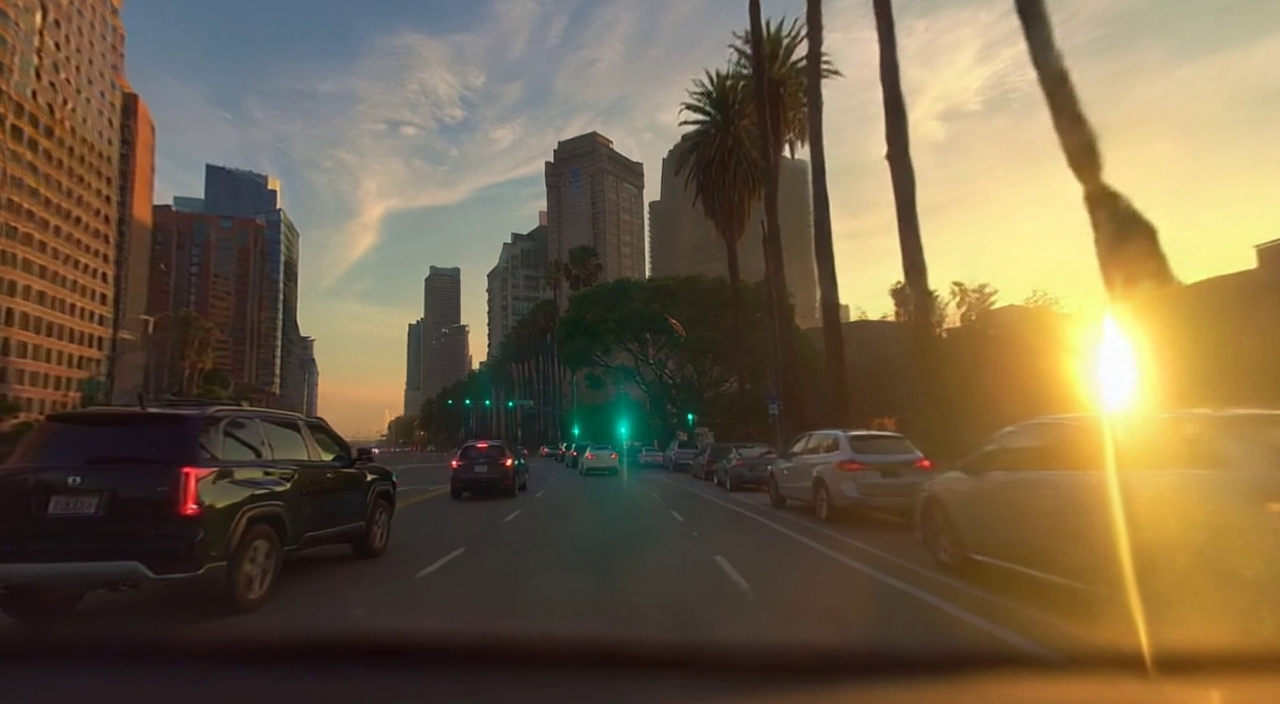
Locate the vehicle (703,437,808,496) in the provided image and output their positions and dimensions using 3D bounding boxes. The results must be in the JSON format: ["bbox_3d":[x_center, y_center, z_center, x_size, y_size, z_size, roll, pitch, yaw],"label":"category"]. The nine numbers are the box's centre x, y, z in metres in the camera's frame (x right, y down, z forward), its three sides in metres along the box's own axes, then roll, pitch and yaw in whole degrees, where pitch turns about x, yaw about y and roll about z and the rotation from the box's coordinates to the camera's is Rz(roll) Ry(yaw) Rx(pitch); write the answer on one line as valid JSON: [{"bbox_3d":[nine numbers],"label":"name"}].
[{"bbox_3d":[3.300,3.398,19.089,1.808,1.526,4.894,1,-9,-6],"label":"vehicle"}]

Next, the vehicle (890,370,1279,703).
[{"bbox_3d":[4.098,1.270,5.406,1.895,1.663,4.732,0,-9,-1],"label":"vehicle"}]

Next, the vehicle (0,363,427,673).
[{"bbox_3d":[-3.616,1.269,5.836,1.800,1.797,4.224,0,-9,0],"label":"vehicle"}]

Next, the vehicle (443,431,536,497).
[{"bbox_3d":[-4.417,3.349,19.164,2.014,1.740,4.392,1,-9,-4],"label":"vehicle"}]

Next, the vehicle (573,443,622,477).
[{"bbox_3d":[-2.049,4.975,29.345,2.036,1.461,3.890,1,-9,-7],"label":"vehicle"}]

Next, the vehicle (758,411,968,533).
[{"bbox_3d":[3.823,2.160,11.884,1.963,1.802,4.648,1,-9,-4],"label":"vehicle"}]
